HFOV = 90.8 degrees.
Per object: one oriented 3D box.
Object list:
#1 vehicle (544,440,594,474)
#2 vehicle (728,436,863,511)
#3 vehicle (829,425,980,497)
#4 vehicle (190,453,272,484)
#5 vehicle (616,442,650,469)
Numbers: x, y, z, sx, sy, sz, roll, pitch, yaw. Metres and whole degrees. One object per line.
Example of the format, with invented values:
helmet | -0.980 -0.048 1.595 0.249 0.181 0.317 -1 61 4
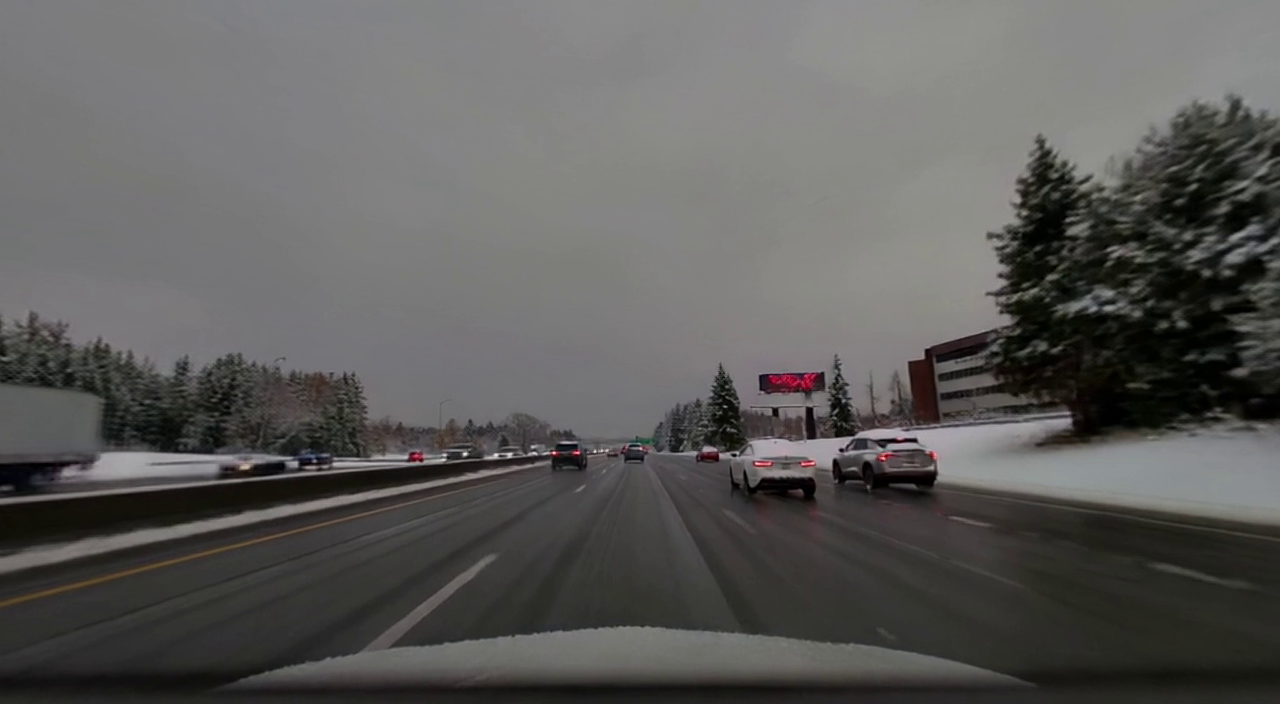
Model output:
vehicle | -3.864 5.840 35.349 2.256 1.756 4.745 0 -9 0
vehicle | 3.475 2.825 15.141 1.987 1.509 4.512 0 -9 -1
vehicle | 7.400 3.133 18.391 2.176 1.793 4.841 0 -9 -2
vehicle | -21.473 6.116 33.374 1.879 1.461 3.650 0 -9 -1
vehicle | -0.463 7.011 42.962 2.191 1.685 4.015 0 -9 0
